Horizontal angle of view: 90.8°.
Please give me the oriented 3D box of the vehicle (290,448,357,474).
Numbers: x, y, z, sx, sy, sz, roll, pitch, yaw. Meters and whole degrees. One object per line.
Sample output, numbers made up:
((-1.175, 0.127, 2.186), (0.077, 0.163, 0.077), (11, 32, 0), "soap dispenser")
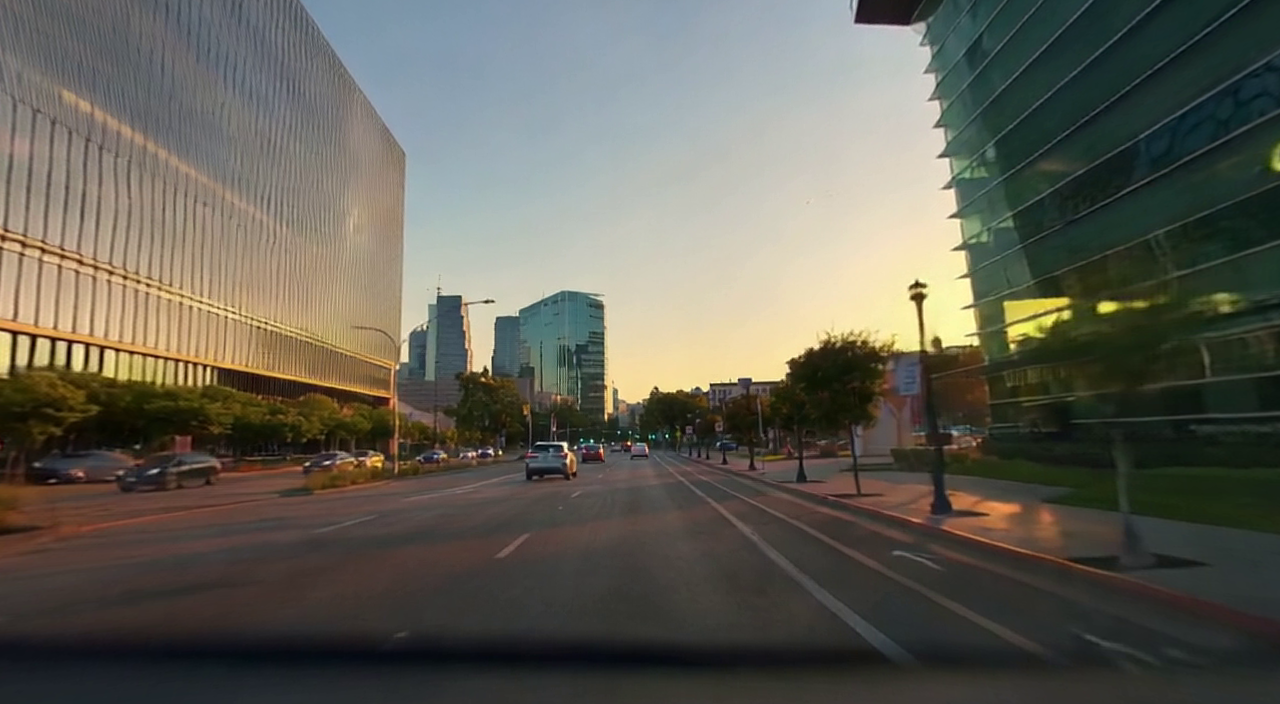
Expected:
((-20.306, 6.988, 40.750), (1.959, 1.536, 4.455), (0, -8, 0), "vehicle")

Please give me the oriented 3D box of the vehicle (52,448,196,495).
((-20.360, 4.686, 25.235), (1.900, 1.638, 4.567), (0, -8, -1), "vehicle")

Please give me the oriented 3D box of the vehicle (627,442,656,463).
((0.107, 7.529, 47.391), (2.102, 1.482, 4.125), (0, -8, 0), "vehicle")

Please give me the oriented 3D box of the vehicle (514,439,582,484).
((-3.389, 4.081, 23.975), (1.983, 1.545, 3.773), (0, -8, 0), "vehicle")
